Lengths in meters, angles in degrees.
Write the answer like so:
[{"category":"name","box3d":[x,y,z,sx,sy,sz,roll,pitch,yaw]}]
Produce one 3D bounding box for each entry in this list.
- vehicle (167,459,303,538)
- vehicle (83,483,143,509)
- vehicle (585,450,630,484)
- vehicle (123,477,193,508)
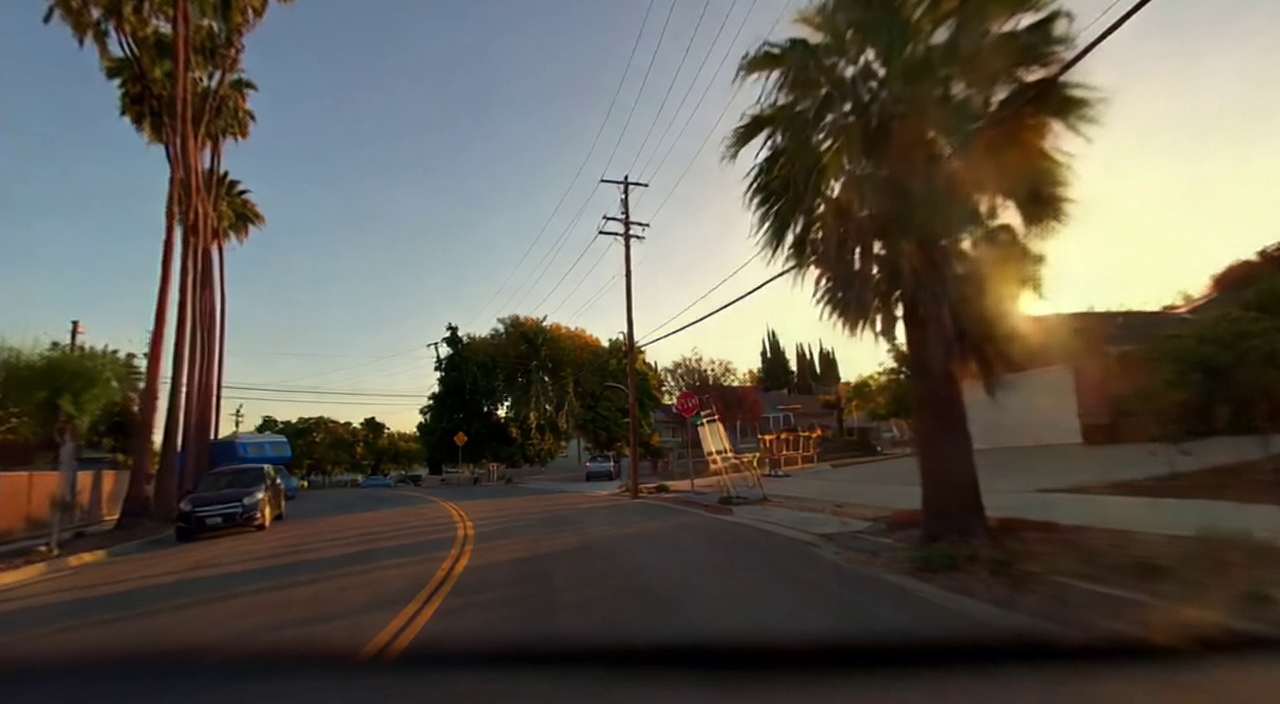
[{"category":"vehicle","box3d":[-9.961,3.541,15.944,2.085,1.545,4.340,3,-9,-23]},{"category":"vehicle","box3d":[-37.591,10.221,45.020,4.164,1.504,2.025,-6,-10,33]},{"category":"vehicle","box3d":[-2.192,7.360,40.837,2.508,1.887,5.930,0,-8,-7]},{"category":"vehicle","box3d":[-32.059,9.273,42.013,4.527,1.732,2.059,-5,-10,31]}]
